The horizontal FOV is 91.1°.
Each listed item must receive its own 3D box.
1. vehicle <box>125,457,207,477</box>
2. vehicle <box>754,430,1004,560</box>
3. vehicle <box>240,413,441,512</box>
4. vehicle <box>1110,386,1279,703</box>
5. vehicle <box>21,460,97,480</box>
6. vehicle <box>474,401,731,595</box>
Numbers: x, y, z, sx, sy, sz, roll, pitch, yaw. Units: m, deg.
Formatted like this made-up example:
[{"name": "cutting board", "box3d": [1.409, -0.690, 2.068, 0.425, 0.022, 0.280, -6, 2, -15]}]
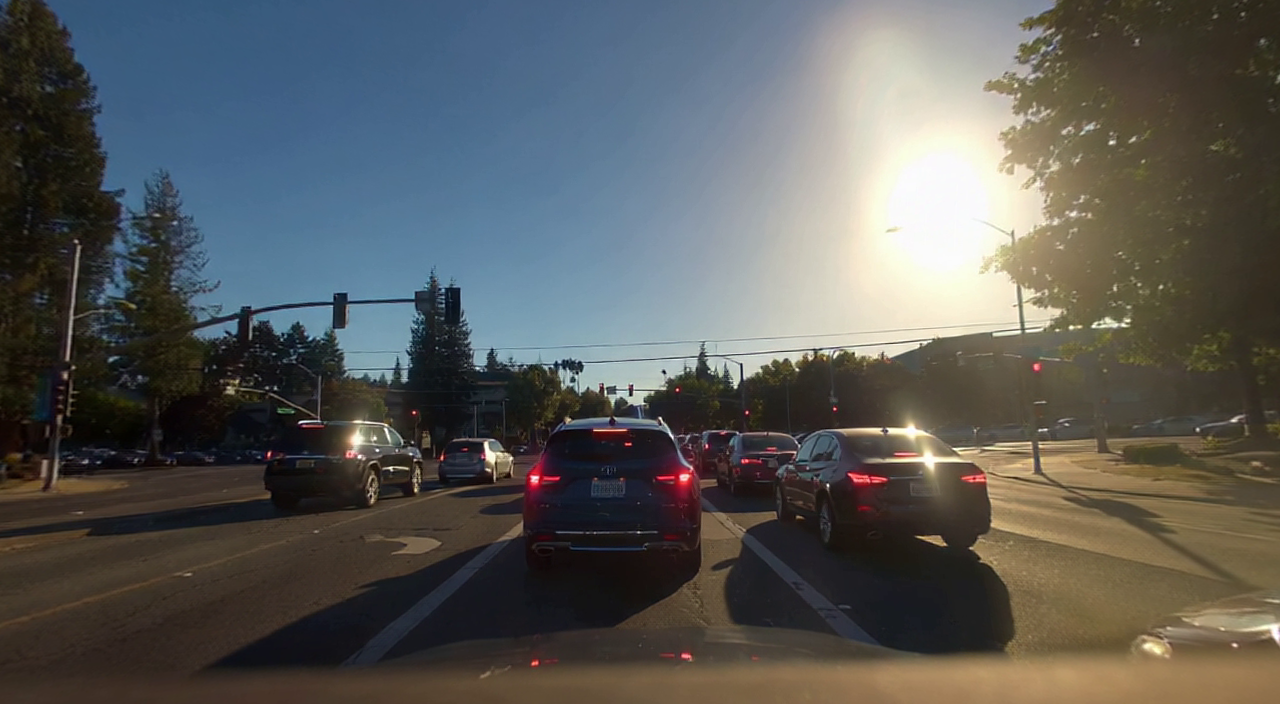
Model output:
[{"name": "vehicle", "box3d": [-37.325, 9.056, 49.469, 4.914, 1.487, 1.850, 0, -8, 0]}, {"name": "vehicle", "box3d": [3.150, 1.972, 9.485, 1.971, 1.473, 4.495, 0, -8, 0]}, {"name": "vehicle", "box3d": [-6.735, 2.560, 14.996, 2.214, 1.953, 5.017, 0, -8, 1]}, {"name": "vehicle", "box3d": [3.300, 0.674, 0.835, 1.980, 1.515, 4.362, 0, -8, 1]}, {"name": "vehicle", "box3d": [-45.686, 9.277, 49.394, 4.232, 1.498, 1.791, 0, -8, 1]}, {"name": "vehicle", "box3d": [-0.319, 1.590, 7.636, 2.256, 1.694, 4.055, 0, -8, 0]}]
